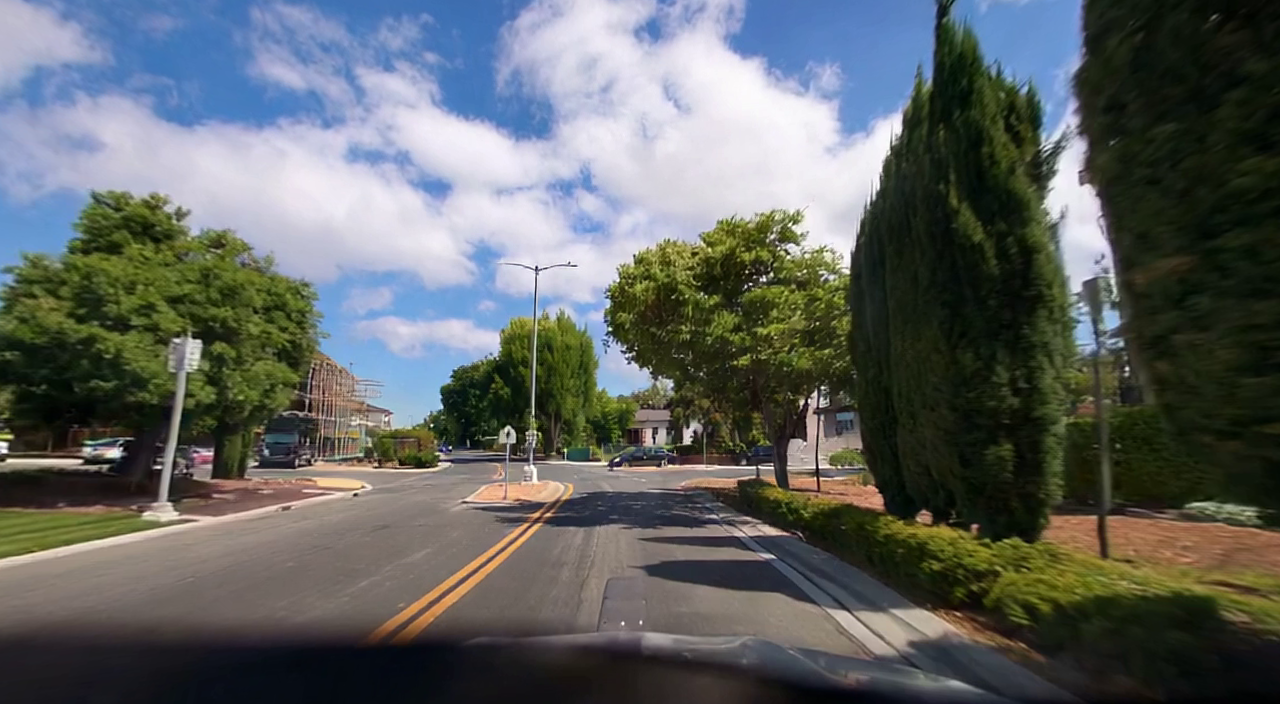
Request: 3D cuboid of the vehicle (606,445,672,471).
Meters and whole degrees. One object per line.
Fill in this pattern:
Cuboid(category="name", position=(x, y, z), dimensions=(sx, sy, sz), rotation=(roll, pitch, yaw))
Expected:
Cuboid(category="vehicle", position=(-0.092, 6.640, 39.449), dimensions=(3.772, 1.531, 1.949), rotation=(2, -9, -11))

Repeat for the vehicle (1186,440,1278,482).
Cuboid(category="vehicle", position=(27.626, 5.051, 29.574), dimensions=(1.869, 1.662, 4.437), rotation=(2, -7, 26))

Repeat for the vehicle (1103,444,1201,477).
Cuboid(category="vehicle", position=(24.876, 5.276, 30.833), dimensions=(1.888, 1.485, 4.798), rotation=(-3, -9, 16))

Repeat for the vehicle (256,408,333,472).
Cuboid(category="vehicle", position=(-21.102, 5.362, 38.827), dimensions=(2.438, 3.594, 5.582), rotation=(3, -7, -12))

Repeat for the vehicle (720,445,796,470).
Cuboid(category="vehicle", position=(7.519, 6.732, 40.335), dimensions=(4.378, 1.543, 2.080), rotation=(0, -9, -2))

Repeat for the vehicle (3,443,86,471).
Cuboid(category="vehicle", position=(-33.152, 5.870, 35.223), dimensions=(1.705, 1.465, 3.560), rotation=(2, -9, -13))

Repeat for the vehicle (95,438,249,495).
Cuboid(category="vehicle", position=(-14.566, 3.596, 19.980), dimensions=(1.871, 1.568, 4.420), rotation=(0, -10, -7))
